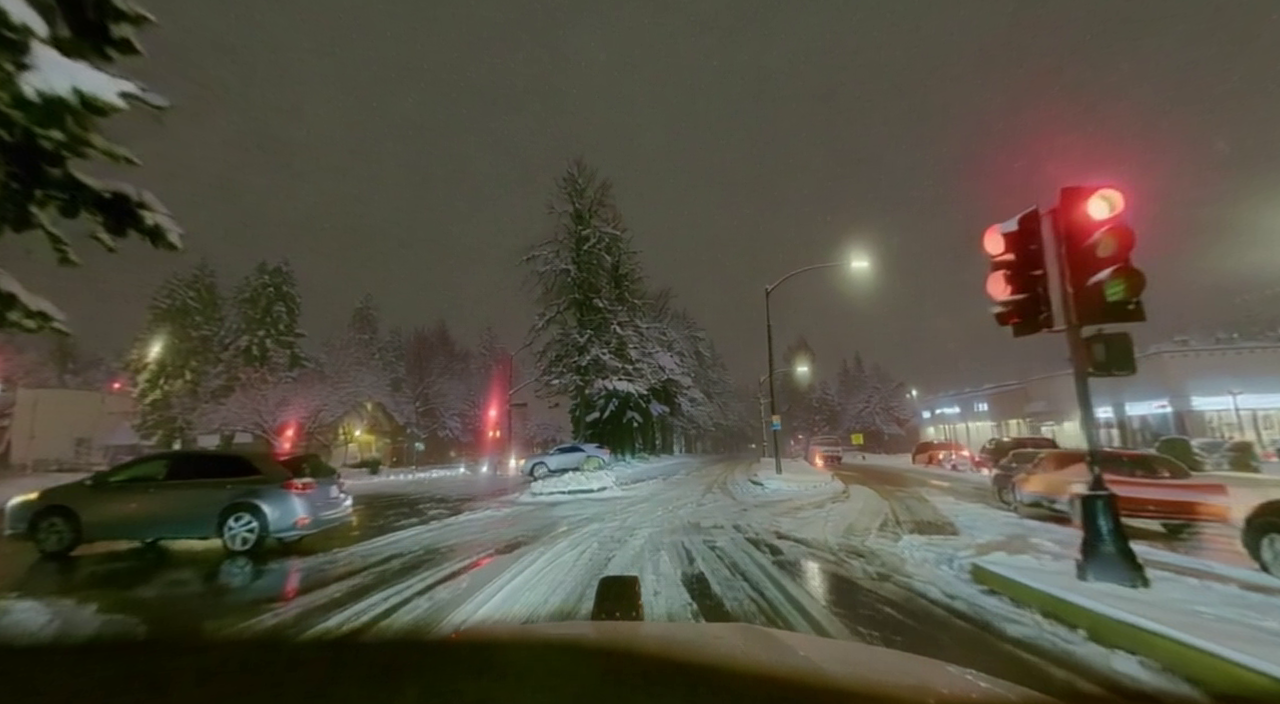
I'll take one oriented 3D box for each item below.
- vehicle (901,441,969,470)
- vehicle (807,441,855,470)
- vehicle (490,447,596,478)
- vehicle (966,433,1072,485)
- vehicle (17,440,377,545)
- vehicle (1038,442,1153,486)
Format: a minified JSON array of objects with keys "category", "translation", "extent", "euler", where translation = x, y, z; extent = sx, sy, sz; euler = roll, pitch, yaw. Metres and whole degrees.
[{"category":"vehicle","translation":[15.975,5.611,34.471],"extent":[1.951,1.491,4.359],"euler":[-1,-8,6]},{"category":"vehicle","translation":[10.864,5.887,36.278],"extent":[2.061,1.519,4.794],"euler":[-2,-8,10]},{"category":"vehicle","translation":[-4.832,5.500,31.723],"extent":[4.792,1.468,2.116],"euler":[-2,-9,13]},{"category":"vehicle","translation":[13.444,3.803,22.736],"extent":[1.921,1.657,4.400],"euler":[-2,-9,13]},{"category":"vehicle","translation":[-6.794,2.158,10.048],"extent":[4.376,1.476,1.791],"euler":[0,-8,2]},{"category":"vehicle","translation":[15.834,3.889,22.235],"extent":[1.936,1.391,3.874],"euler":[-2,-9,15]}]
